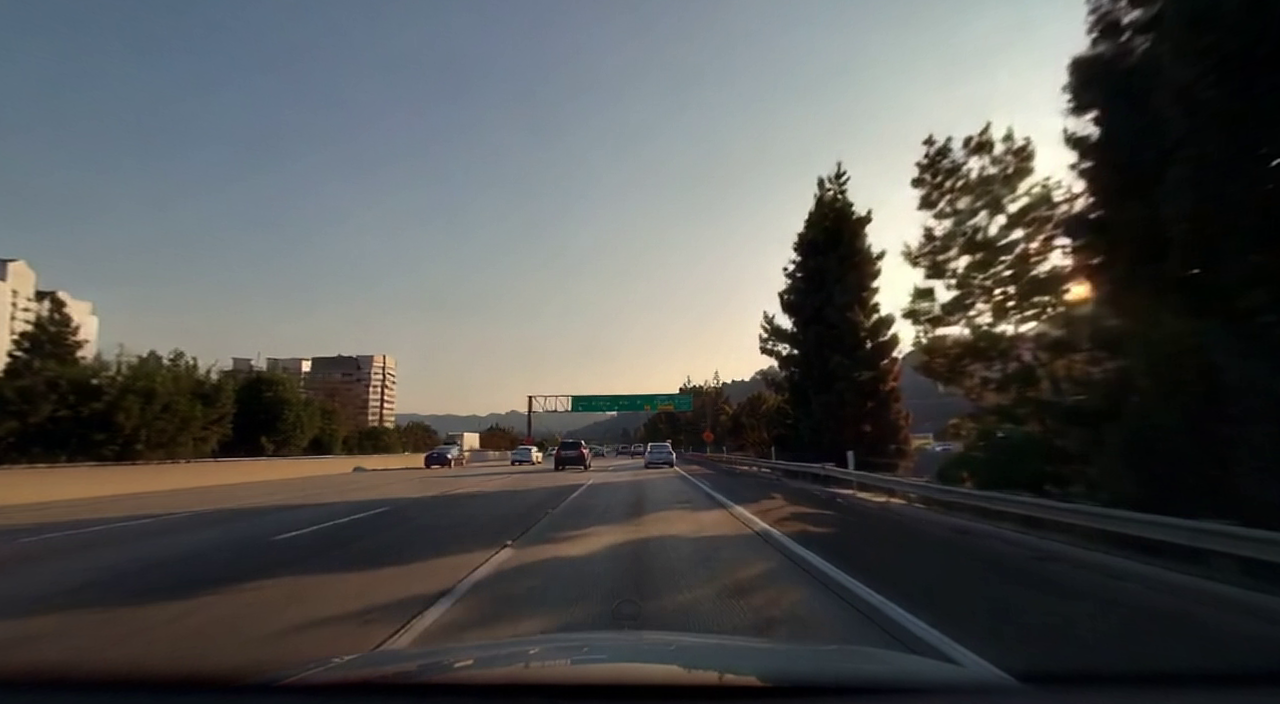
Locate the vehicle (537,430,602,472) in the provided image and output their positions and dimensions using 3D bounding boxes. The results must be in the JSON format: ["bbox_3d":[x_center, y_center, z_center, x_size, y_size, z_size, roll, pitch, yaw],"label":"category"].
[{"bbox_3d":[-3.672,5.340,34.262,2.751,2.050,5.761,0,-8,1],"label":"vehicle"}]

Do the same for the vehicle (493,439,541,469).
[{"bbox_3d":[-7.803,6.513,40.539,2.078,1.779,4.610,0,-8,1],"label":"vehicle"}]

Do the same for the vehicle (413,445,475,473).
[{"bbox_3d":[-11.089,6.054,36.072,1.951,1.491,4.697,0,-8,1],"label":"vehicle"}]

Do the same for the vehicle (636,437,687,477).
[{"bbox_3d":[0.873,4.768,28.933,2.135,1.697,4.757,0,-8,0],"label":"vehicle"}]
